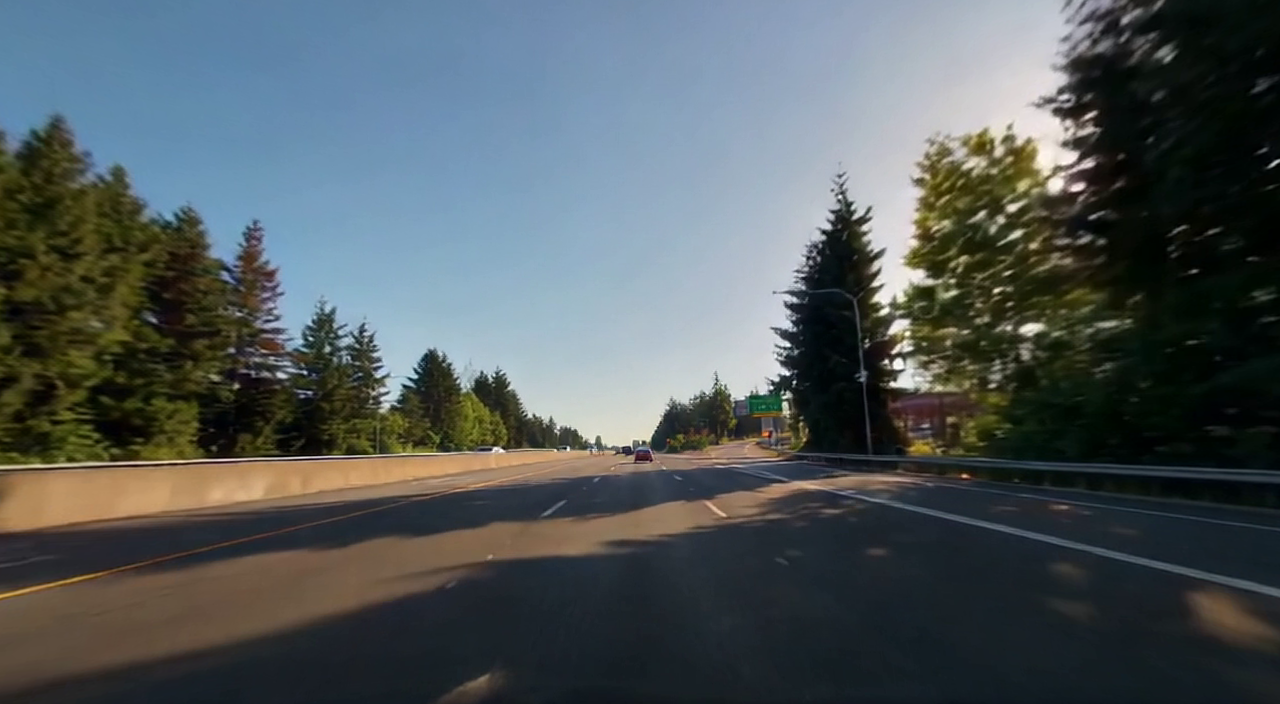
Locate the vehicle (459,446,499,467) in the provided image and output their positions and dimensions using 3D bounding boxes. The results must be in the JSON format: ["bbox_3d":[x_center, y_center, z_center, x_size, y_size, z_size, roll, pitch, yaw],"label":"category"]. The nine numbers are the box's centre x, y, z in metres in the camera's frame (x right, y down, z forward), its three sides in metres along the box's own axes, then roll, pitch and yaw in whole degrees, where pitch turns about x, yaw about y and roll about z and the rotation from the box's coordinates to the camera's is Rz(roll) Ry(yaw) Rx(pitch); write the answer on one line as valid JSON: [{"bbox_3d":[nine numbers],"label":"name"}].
[{"bbox_3d":[-12.421,8.060,48.771,1.898,1.514,4.398,0,-9,0],"label":"vehicle"}]
